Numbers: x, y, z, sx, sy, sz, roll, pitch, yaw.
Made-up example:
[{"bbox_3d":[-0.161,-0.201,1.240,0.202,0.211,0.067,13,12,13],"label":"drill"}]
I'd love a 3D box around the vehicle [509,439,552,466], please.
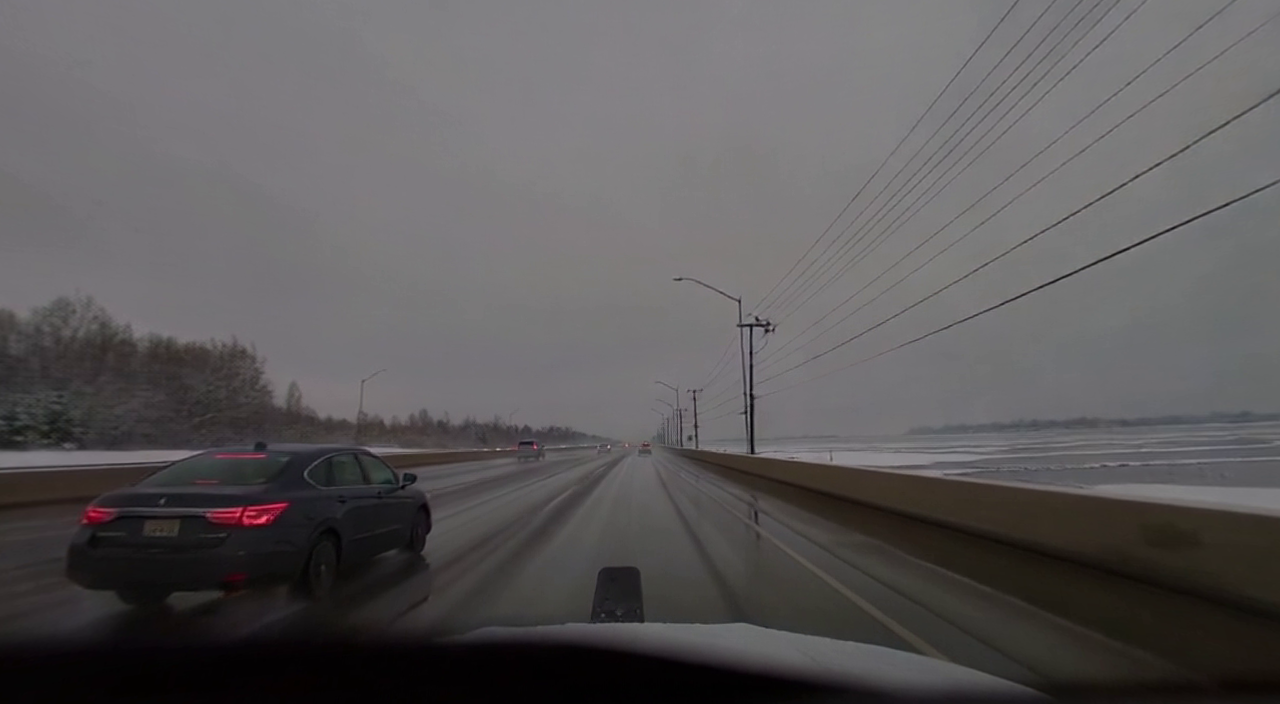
[{"bbox_3d":[-7.374,6.841,42.912,2.050,1.717,4.418,0,-9,0],"label":"vehicle"}]

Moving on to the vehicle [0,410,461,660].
[{"bbox_3d":[-3.415,1.444,6.113,2.015,1.501,4.454,0,-9,1],"label":"vehicle"}]
